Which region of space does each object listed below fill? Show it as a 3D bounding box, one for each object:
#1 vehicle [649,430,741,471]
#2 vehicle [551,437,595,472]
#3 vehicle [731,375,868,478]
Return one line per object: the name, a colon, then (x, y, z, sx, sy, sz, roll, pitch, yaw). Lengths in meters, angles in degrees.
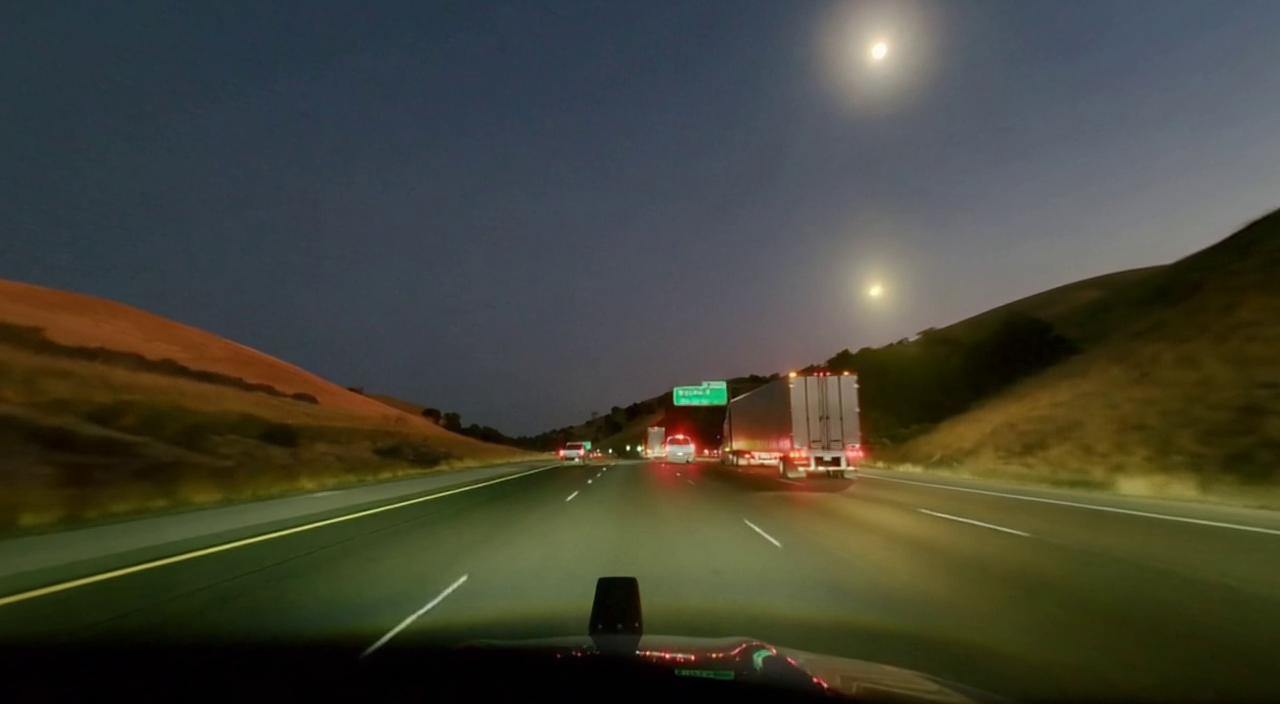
vehicle: (3.102, 5.709, 36.833, 5.075, 2.277, 2.365, 0, -9, -2)
vehicle: (-4.072, 6.298, 38.964, 2.193, 1.977, 4.759, 0, -9, 0)
vehicle: (7.669, 4.261, 33.948, 2.935, 4.187, 16.357, 0, -9, -1)
